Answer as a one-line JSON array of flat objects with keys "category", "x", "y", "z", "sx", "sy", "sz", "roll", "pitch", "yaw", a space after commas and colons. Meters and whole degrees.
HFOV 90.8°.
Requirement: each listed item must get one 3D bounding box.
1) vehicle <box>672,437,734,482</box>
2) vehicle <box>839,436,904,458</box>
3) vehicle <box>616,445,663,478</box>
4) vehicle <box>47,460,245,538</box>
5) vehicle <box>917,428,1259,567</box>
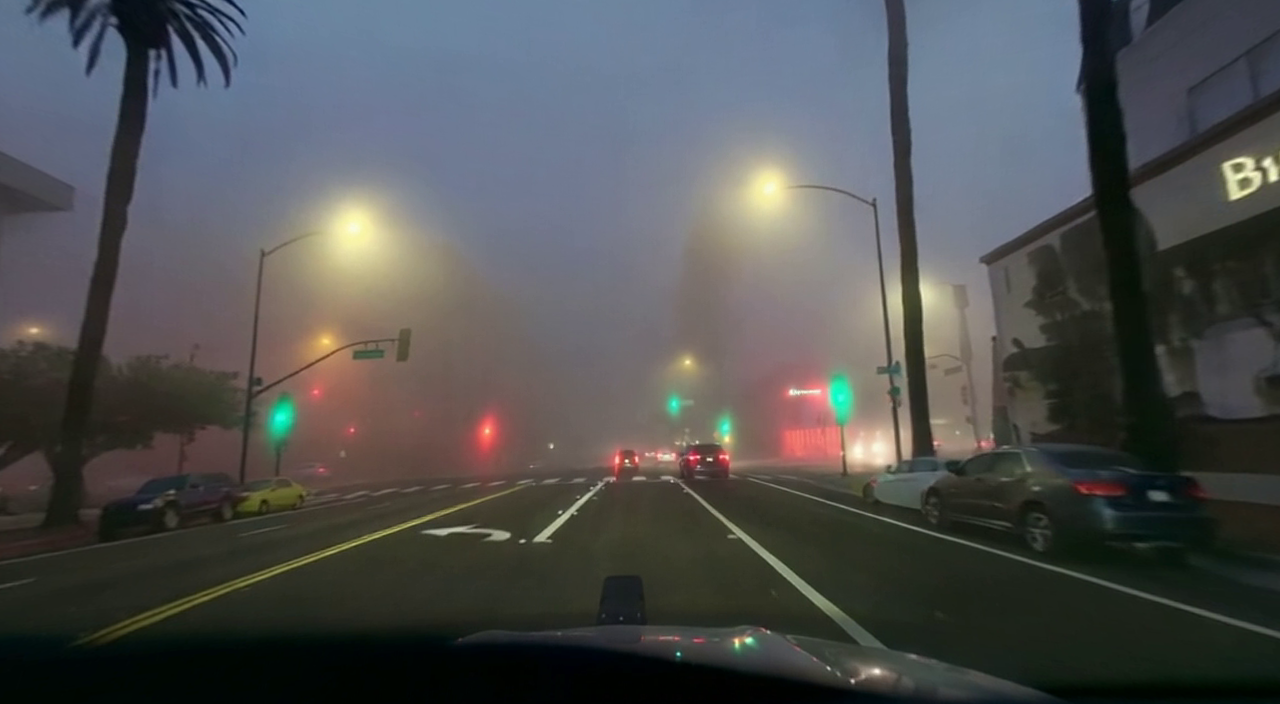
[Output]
[{"category": "vehicle", "x": 2.529, "y": 4.467, "z": 26.470, "sx": 2.003, "sy": 1.702, "sz": 4.288, "roll": 0, "pitch": -9, "yaw": -2}, {"category": "vehicle", "x": 18.097, "y": 7.433, "z": 49.443, "sx": 4.277, "sy": 1.665, "sz": 2.006, "roll": 0, "pitch": -9, "yaw": -1}, {"category": "vehicle", "x": -0.050, "y": 5.194, "z": 30.191, "sx": 2.088, "sy": 1.452, "sz": 3.993, "roll": 0, "pitch": -8, "yaw": -1}, {"category": "vehicle", "x": -12.744, "y": 3.826, "z": 16.735, "sx": 1.949, "sy": 1.682, "sz": 4.094, "roll": -3, "pitch": -12, "yaw": -1}, {"category": "vehicle", "x": 6.346, "y": 2.071, "z": 9.788, "sx": 2.157, "sy": 1.640, "sz": 4.228, "roll": 0, "pitch": -9, "yaw": 0}]
